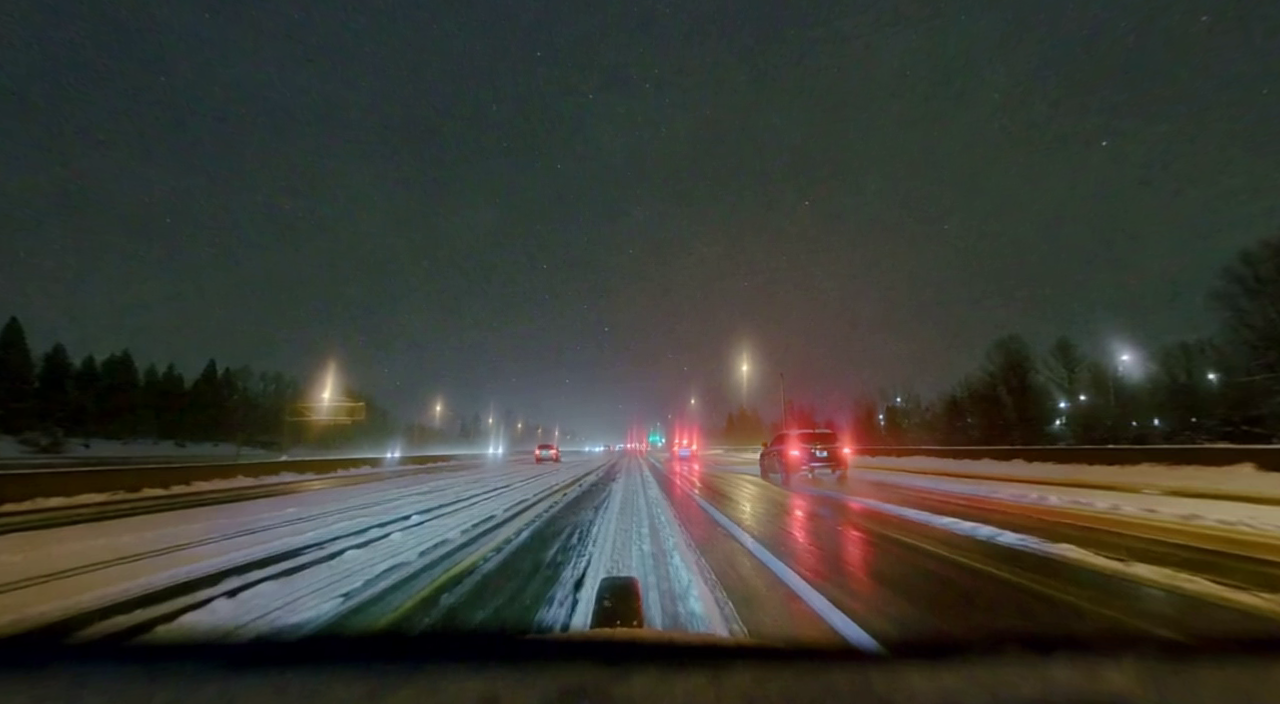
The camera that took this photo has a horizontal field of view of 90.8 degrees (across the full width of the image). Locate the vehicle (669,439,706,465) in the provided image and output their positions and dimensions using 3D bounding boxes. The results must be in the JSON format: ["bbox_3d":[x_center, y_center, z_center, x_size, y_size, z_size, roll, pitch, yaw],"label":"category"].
[{"bbox_3d":[3.436,7.324,46.349,2.166,1.770,4.703,0,-9,-2],"label":"vehicle"}]
